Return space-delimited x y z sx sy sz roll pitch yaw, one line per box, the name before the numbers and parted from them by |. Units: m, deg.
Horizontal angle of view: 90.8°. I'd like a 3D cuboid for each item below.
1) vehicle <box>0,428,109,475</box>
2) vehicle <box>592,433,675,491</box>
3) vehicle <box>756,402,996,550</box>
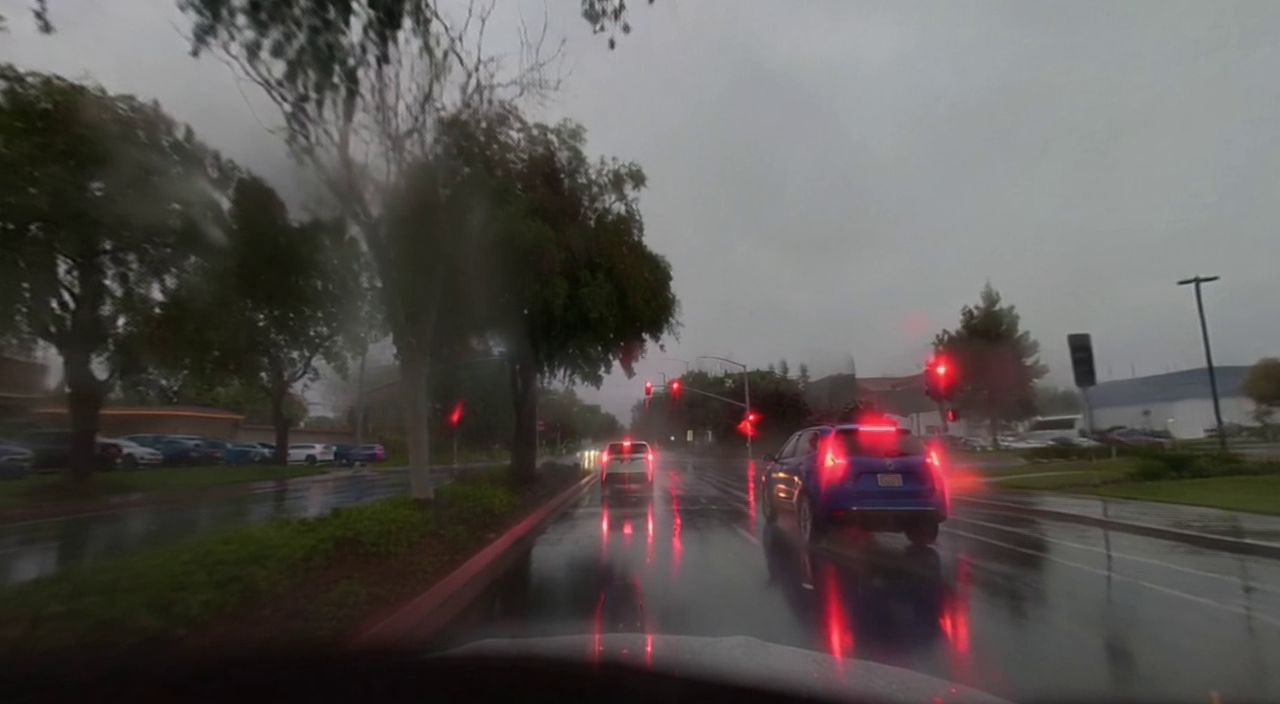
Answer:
vehicle | -28.972 4.734 30.019 5.335 2.076 2.209 3 -10 -33
vehicle | -0.186 3.261 19.076 2.177 1.512 4.682 0 -9 0
vehicle | 3.240 1.818 9.835 2.046 1.768 4.370 0 -9 0
